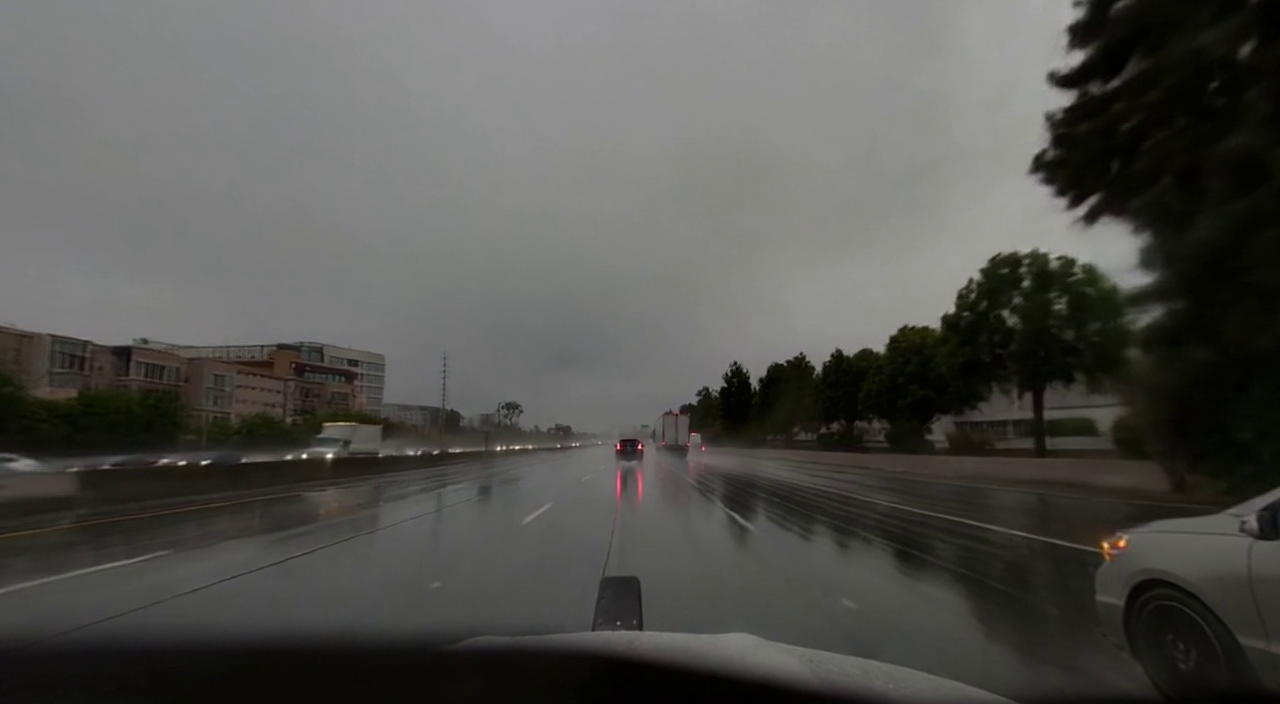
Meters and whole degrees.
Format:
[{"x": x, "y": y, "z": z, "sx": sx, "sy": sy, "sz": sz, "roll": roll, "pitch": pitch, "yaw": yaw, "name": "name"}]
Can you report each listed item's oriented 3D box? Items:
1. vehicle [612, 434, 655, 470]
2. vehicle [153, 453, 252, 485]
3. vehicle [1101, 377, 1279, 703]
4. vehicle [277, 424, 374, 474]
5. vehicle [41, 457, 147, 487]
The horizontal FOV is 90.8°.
[{"x": -0.400, "y": 5.702, "z": 36.141, "sx": 2.297, "sy": 1.912, "sz": 4.355, "roll": 0, "pitch": -8, "yaw": -1, "name": "vehicle"}, {"x": -22.514, "y": 6.016, "z": 32.768, "sx": 1.845, "sy": 1.442, "sz": 4.668, "roll": 0, "pitch": -8, "yaw": 0, "name": "vehicle"}, {"x": 3.524, "y": 0.715, "z": 1.231, "sx": 1.950, "sy": 1.596, "sz": 4.326, "roll": 0, "pitch": -8, "yaw": 0, "name": "vehicle"}, {"x": -18.076, "y": 5.618, "z": 36.853, "sx": 2.255, "sy": 2.648, "sz": 6.640, "roll": 0, "pitch": -8, "yaw": 0, "name": "vehicle"}, {"x": -29.854, "y": 6.534, "z": 34.730, "sx": 1.880, "sy": 1.435, "sz": 4.451, "roll": 0, "pitch": -8, "yaw": -1, "name": "vehicle"}]
